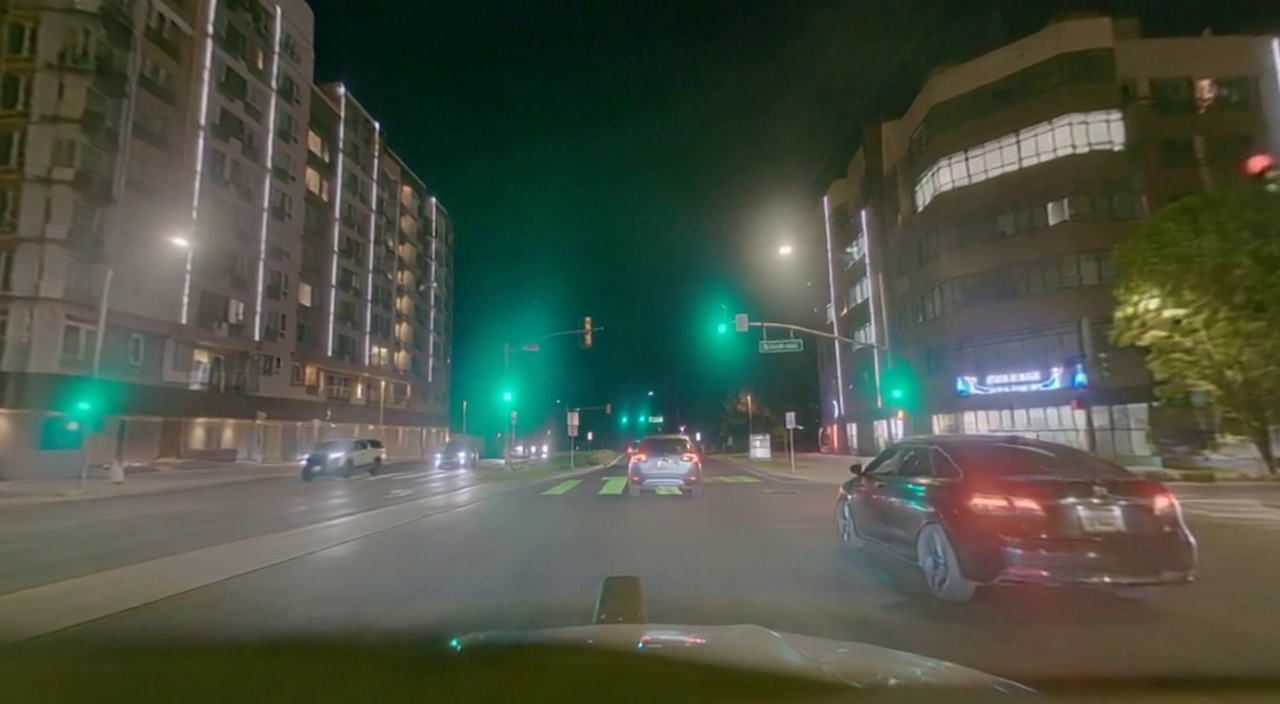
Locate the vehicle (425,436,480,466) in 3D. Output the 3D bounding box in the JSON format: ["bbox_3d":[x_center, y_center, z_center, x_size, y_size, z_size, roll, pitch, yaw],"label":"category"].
[{"bbox_3d":[-12.430,6.594,42.212,2.076,1.836,4.847,0,-8,1],"label":"vehicle"}]

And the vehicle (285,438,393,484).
[{"bbox_3d":[-12.535,4.548,26.756,1.964,1.712,5.236,0,-8,0],"label":"vehicle"}]

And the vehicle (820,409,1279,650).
[{"bbox_3d":[3.387,1.505,6.419,1.906,1.608,4.137,0,-8,0],"label":"vehicle"}]

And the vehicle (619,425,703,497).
[{"bbox_3d":[0.728,3.267,19.366,2.206,1.858,5.332,-1,-8,4],"label":"vehicle"}]
